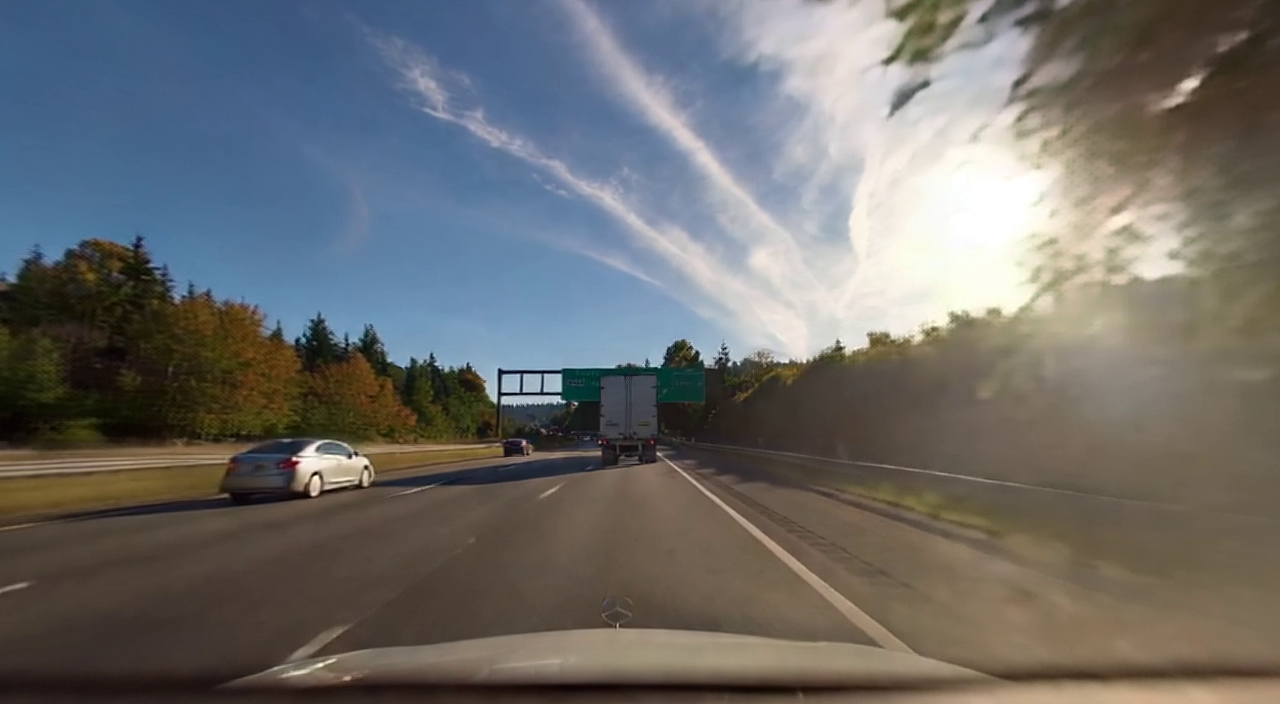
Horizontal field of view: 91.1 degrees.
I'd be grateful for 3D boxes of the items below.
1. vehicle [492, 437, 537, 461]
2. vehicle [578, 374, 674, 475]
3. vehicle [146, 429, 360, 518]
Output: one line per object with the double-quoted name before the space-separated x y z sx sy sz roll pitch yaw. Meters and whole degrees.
"vehicle" -7.915 6.126 39.983 1.949 1.437 4.296 0 -8 0
"vehicle" -0.567 3.347 27.846 3.033 3.223 14.836 1 -8 -1
"vehicle" -7.341 2.292 12.456 1.856 1.479 3.710 0 -8 0
